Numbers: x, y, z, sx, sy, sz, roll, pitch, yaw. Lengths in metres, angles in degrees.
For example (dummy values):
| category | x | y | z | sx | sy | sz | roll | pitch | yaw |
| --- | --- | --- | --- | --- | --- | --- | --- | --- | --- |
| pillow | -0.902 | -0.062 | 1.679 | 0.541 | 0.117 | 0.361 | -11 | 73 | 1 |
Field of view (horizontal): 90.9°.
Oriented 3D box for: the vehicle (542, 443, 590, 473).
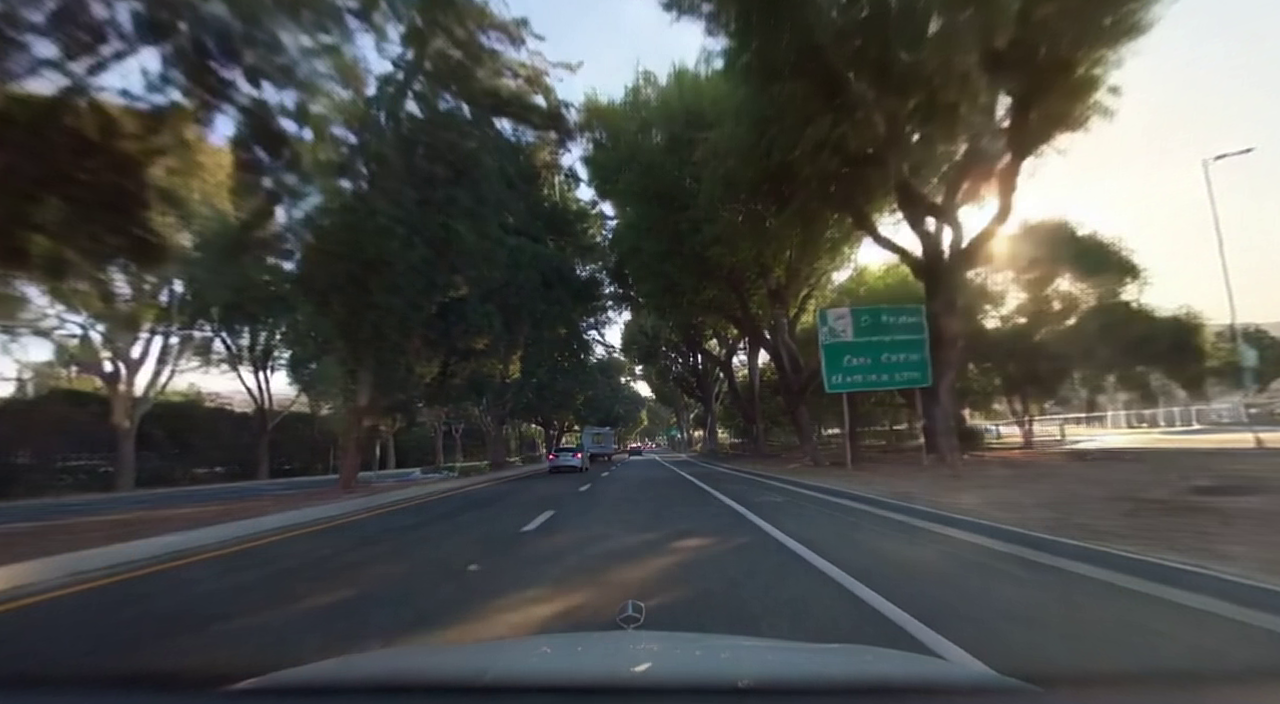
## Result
| category | x | y | z | sx | sy | sz | roll | pitch | yaw |
| --- | --- | --- | --- | --- | --- | --- | --- | --- | --- |
| vehicle | -3.889 | 5.658 | 33.937 | 2.005 | 1.462 | 4.345 | 0 | -8 | 1 |
